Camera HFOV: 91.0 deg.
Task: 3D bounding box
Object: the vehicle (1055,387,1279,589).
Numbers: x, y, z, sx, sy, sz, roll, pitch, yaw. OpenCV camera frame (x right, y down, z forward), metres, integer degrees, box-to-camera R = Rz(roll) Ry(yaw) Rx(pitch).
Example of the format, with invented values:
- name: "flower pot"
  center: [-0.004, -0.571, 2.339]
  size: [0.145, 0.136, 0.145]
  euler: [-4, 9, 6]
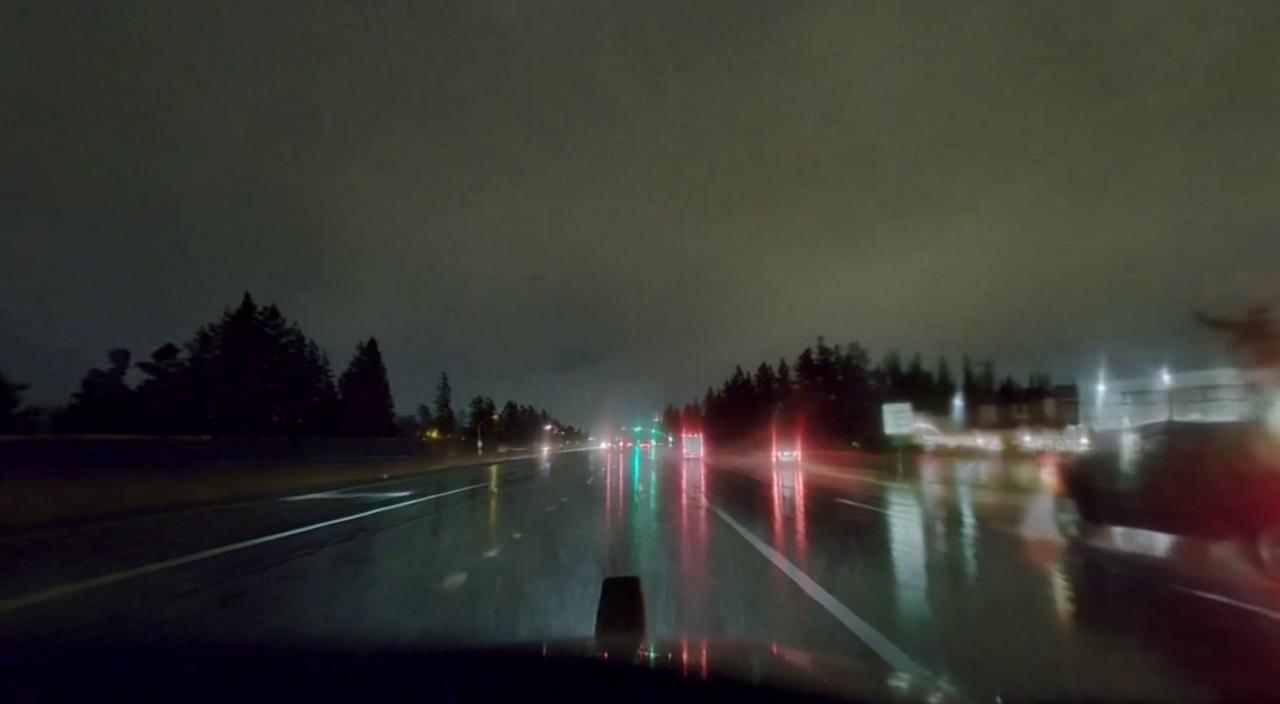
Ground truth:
- name: "vehicle"
  center: [6.721, 1.295, 6.191]
  size: [2.096, 1.767, 4.601]
  euler: [0, -9, 0]
